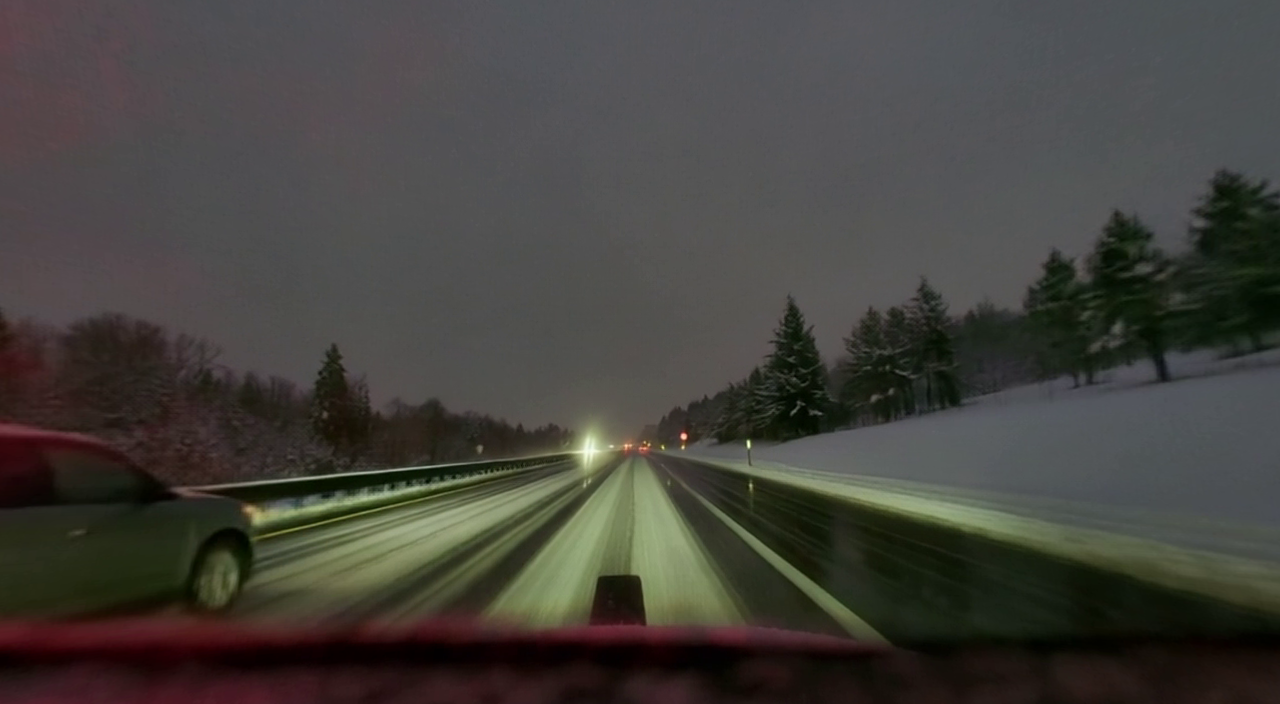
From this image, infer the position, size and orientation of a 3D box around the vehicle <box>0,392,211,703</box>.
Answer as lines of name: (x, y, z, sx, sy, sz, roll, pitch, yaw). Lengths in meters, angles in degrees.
vehicle: (-4.067, 0.922, 2.457, 1.844, 1.620, 4.142, 0, -9, 0)
